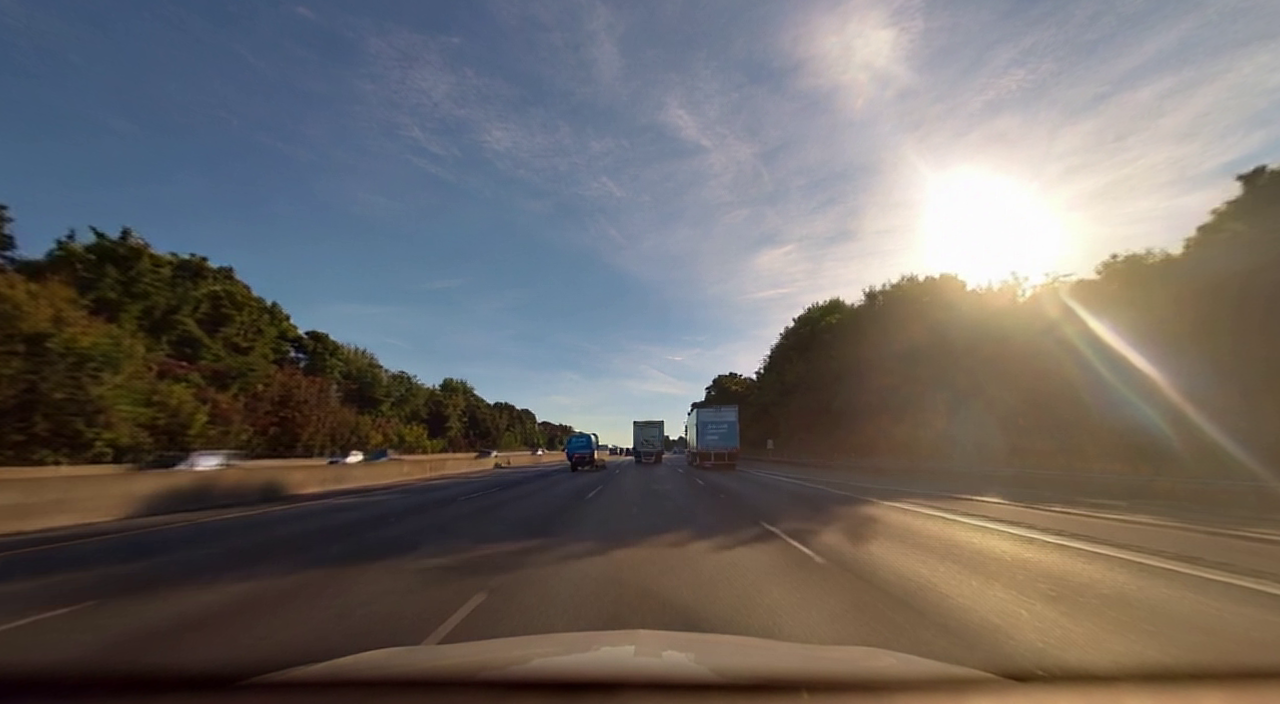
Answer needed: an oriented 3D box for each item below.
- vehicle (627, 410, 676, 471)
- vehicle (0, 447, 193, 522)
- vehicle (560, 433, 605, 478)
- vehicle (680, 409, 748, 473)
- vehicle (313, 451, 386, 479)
[{"bbox_3d":[0.745,6.724,47.296,3.201,4.019,10.918,0,-9,0],"label":"vehicle"},{"bbox_3d":[-13.263,3.018,14.972,1.901,1.465,4.583,0,-9,1],"label":"vehicle"},{"bbox_3d":[-2.975,5.462,33.428,2.033,2.234,3.490,0,-9,0],"label":"vehicle"},{"bbox_3d":[5.184,6.808,47.626,3.319,4.075,14.516,0,-9,0],"label":"vehicle"},{"bbox_3d":[-16.449,6.405,36.010,1.899,1.503,4.577,0,-9,1],"label":"vehicle"}]
